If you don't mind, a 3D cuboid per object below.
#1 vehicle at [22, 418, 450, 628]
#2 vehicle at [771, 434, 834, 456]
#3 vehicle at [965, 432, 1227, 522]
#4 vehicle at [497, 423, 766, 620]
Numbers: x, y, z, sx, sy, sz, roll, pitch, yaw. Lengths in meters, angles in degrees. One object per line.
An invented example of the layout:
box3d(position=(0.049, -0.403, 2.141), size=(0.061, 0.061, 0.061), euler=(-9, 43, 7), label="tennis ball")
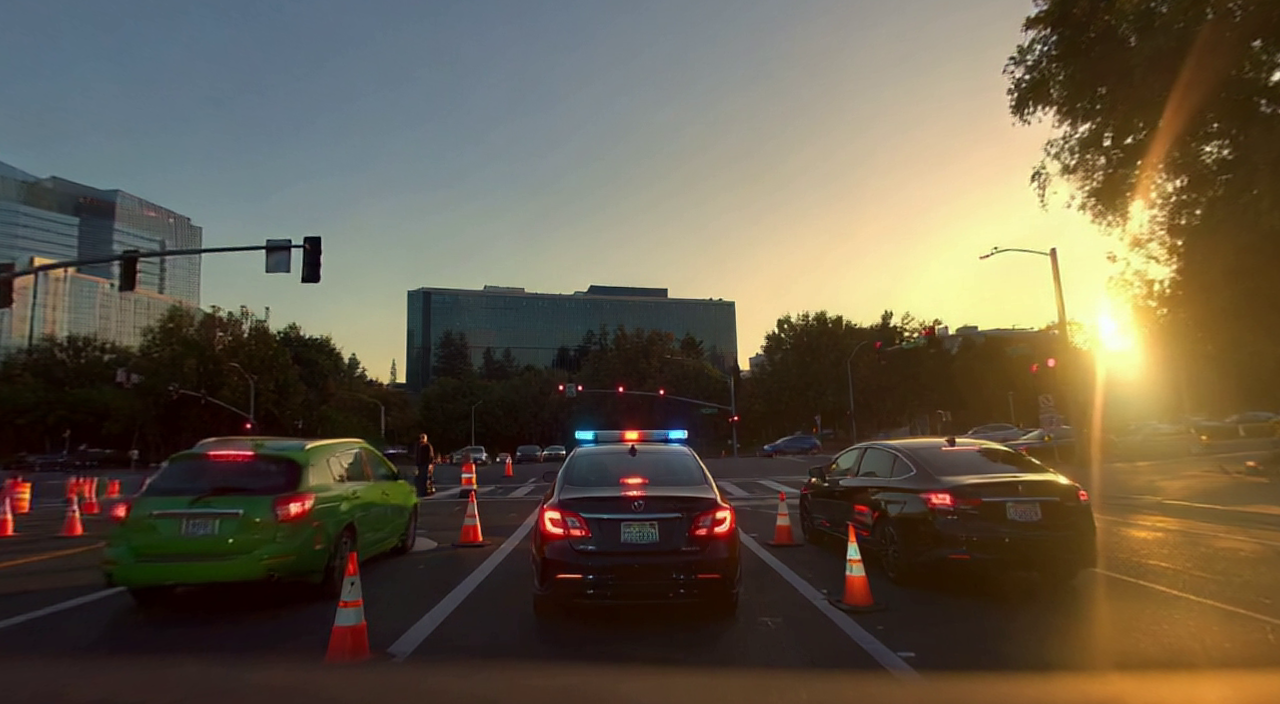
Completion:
box3d(position=(-3.601, 1.562, 6.708), size=(1.863, 1.526, 4.006), euler=(0, -9, 0), label="vehicle")
box3d(position=(12.490, 7.186, 48.579), size=(4.211, 1.659, 1.983), euler=(2, -9, -12), label="vehicle")
box3d(position=(9.354, 2.580, 13.582), size=(1.957, 1.576, 4.670), euler=(0, -9, -3), label="vehicle")
box3d(position=(-0.116, 1.629, 7.080), size=(2.061, 1.486, 4.332), euler=(0, -8, -1), label="vehicle")
